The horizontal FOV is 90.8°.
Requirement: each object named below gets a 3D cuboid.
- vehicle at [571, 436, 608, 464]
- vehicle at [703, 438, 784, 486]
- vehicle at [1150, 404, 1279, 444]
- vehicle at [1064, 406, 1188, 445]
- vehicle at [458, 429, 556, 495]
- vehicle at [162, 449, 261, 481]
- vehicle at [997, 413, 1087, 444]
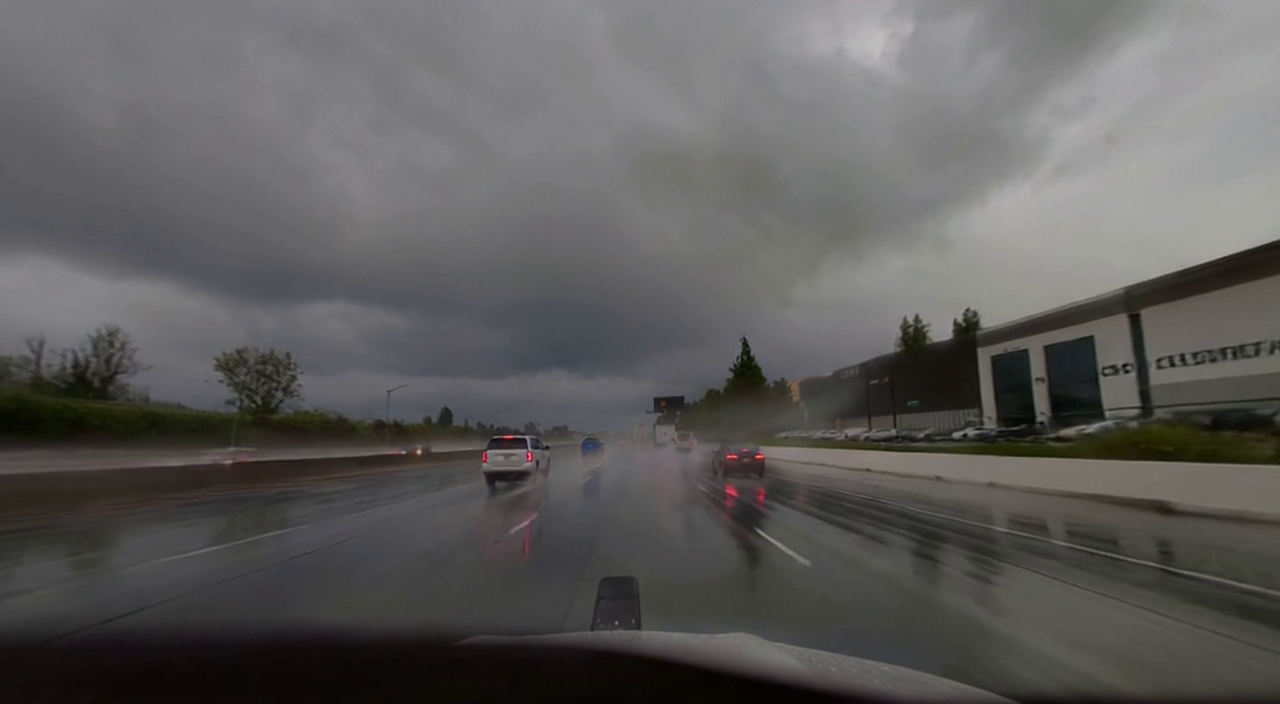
[{"bbox_3d":[-3.782,7.458,48.186,2.410,1.981,5.355,0,-8,0],"label":"vehicle"},{"bbox_3d":[3.568,3.872,22.641,1.957,1.510,4.643,0,-8,-2],"label":"vehicle"},{"bbox_3d":[32.569,4.164,36.010,2.264,1.993,5.565,-1,-9,0],"label":"vehicle"},{"bbox_3d":[27.635,4.299,36.300,2.098,1.922,6.223,-1,-9,-1],"label":"vehicle"},{"bbox_3d":[-3.898,3.321,19.399,1.987,1.765,4.508,0,-8,0],"label":"vehicle"},{"bbox_3d":[-21.300,5.618,31.659,1.902,1.434,4.351,0,-8,0],"label":"vehicle"},{"bbox_3d":[27.528,5.362,43.569,2.235,1.862,5.983,-1,-9,0],"label":"vehicle"}]
